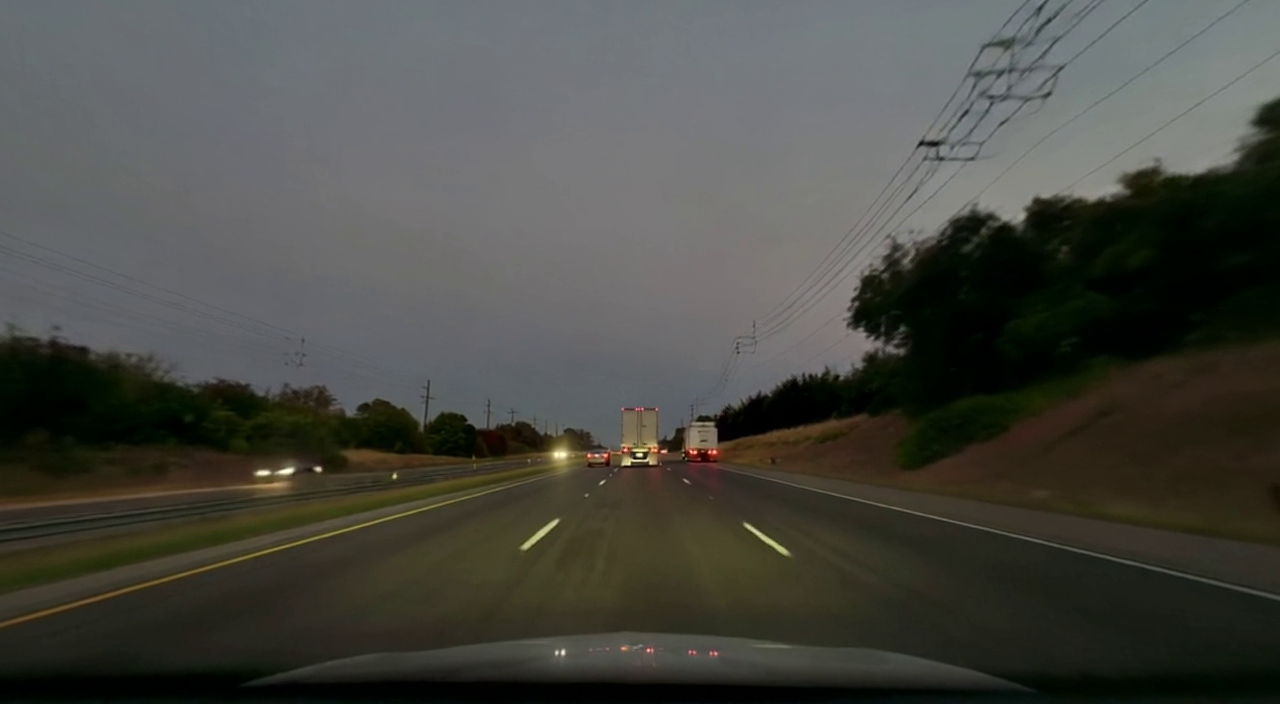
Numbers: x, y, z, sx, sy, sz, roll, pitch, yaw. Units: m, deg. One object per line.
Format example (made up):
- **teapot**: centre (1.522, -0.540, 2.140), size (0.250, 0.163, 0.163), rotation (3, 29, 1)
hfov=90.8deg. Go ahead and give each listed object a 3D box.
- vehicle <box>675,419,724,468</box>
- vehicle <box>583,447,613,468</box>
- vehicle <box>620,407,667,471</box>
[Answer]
- **vehicle**: centre (4.387, 7.115, 48.510), size (2.938, 3.378, 8.820), rotation (0, -9, 0)
- **vehicle**: centre (-3.217, 8.196, 49.099), size (2.024, 1.582, 4.032), rotation (0, -9, 1)
- **vehicle**: centre (0.165, 6.644, 47.119), size (2.997, 4.076, 13.224), rotation (0, -9, -1)
